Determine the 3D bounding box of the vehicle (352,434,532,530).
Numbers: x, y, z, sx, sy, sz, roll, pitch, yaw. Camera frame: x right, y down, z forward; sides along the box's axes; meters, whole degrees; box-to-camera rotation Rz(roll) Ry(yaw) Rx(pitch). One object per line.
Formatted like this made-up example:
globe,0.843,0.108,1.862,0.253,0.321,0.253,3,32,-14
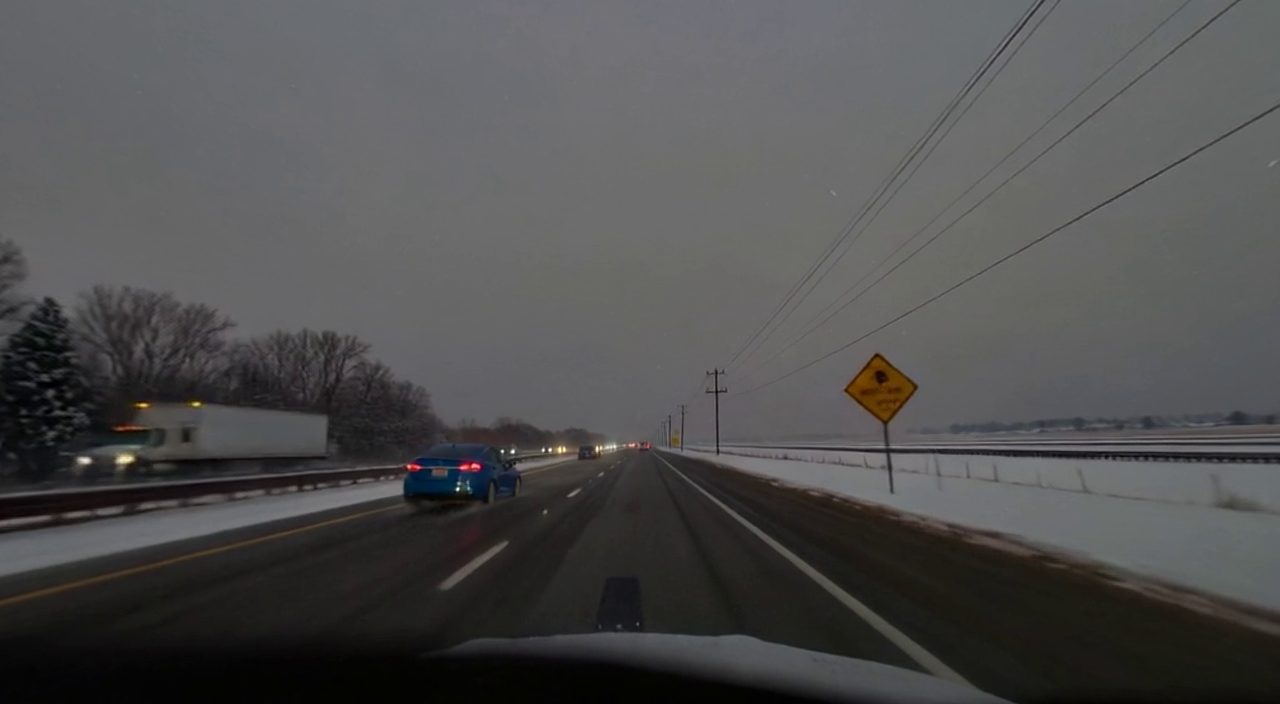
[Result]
vehicle,-3.783,2.573,13.125,2.120,1.597,4.810,-1,-9,1

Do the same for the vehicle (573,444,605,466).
vehicle,-3.718,7.584,46.348,1.953,1.517,4.407,-1,-9,0

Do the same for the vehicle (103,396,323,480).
vehicle,-25.014,5.437,38.890,2.908,4.075,15.445,0,-9,0
